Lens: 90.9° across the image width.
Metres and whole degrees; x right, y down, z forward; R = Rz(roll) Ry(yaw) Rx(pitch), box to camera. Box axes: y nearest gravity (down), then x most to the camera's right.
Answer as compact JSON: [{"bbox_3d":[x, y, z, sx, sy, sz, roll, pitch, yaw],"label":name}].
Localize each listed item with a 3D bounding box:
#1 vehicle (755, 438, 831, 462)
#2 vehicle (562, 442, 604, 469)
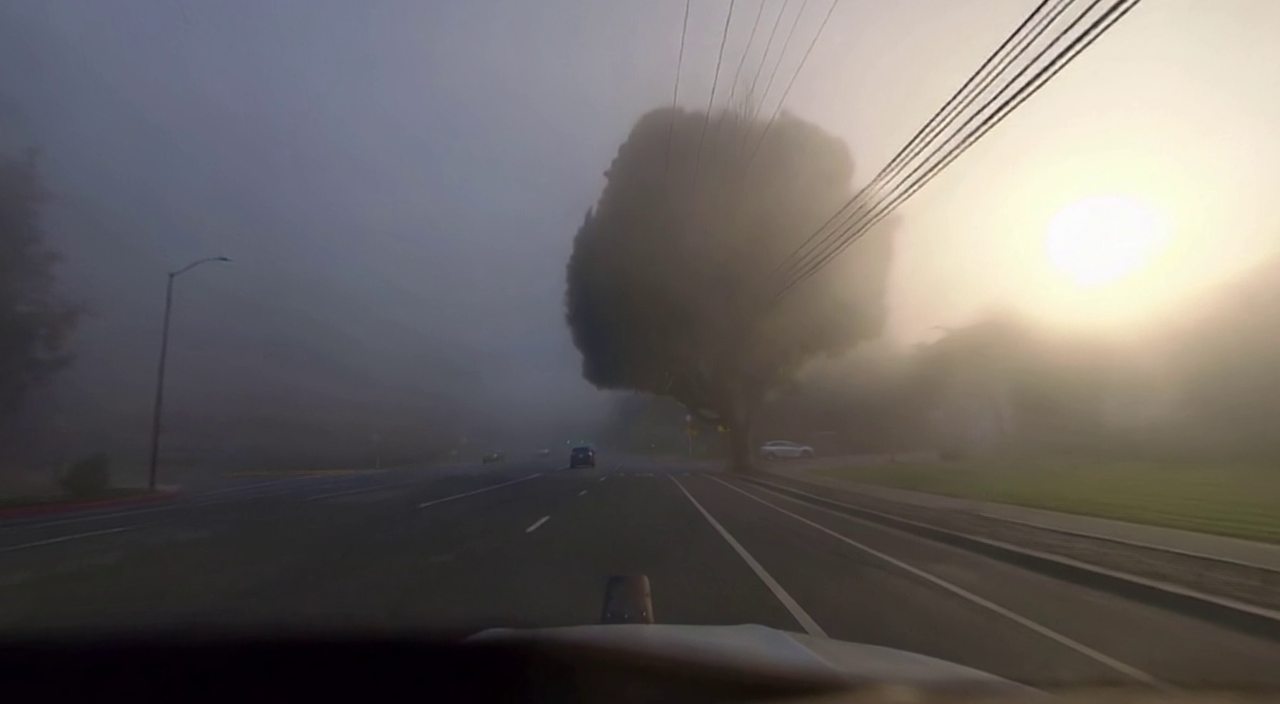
[{"bbox_3d":[11.221,7.191,46.342,4.904,1.735,2.270,3,-9,-20],"label":"vehicle"},{"bbox_3d":[-3.359,6.203,37.979,2.084,1.466,4.522,0,-9,1],"label":"vehicle"}]
